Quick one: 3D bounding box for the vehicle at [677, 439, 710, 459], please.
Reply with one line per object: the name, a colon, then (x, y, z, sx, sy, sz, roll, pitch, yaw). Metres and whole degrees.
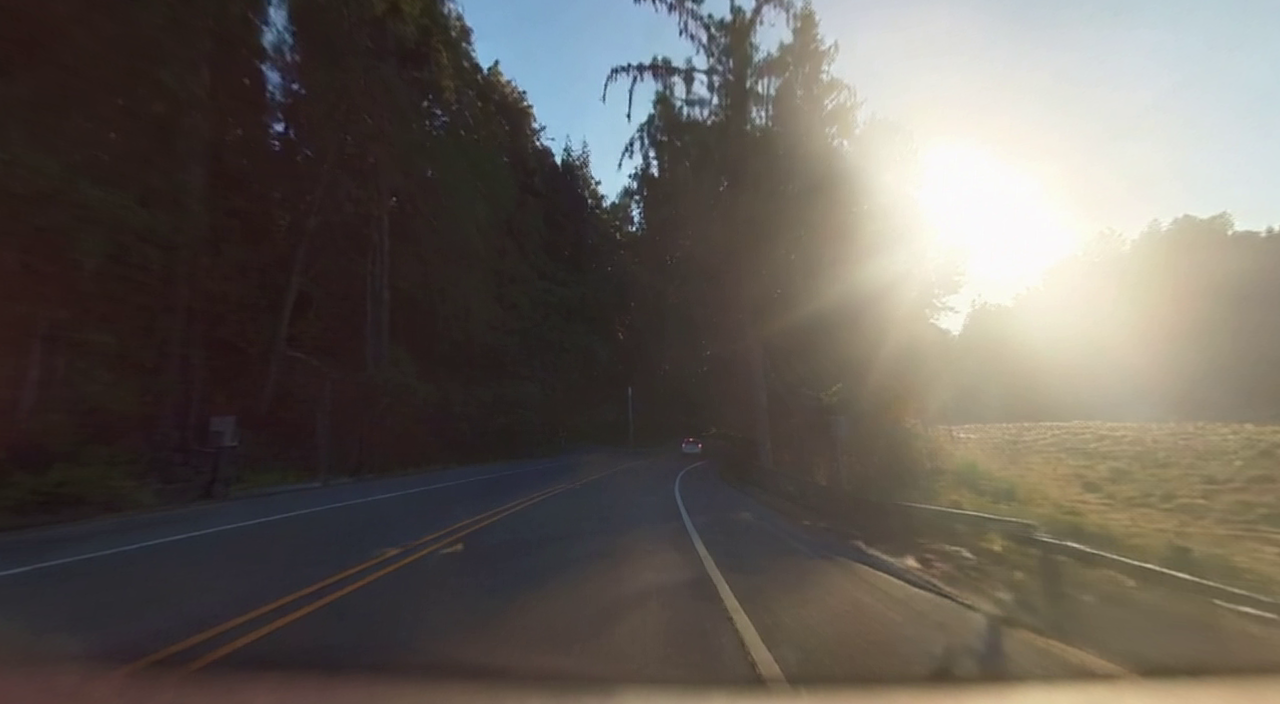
vehicle: (4.265, 7.670, 49.876, 2.042, 1.489, 4.078, -2, -9, 13)
